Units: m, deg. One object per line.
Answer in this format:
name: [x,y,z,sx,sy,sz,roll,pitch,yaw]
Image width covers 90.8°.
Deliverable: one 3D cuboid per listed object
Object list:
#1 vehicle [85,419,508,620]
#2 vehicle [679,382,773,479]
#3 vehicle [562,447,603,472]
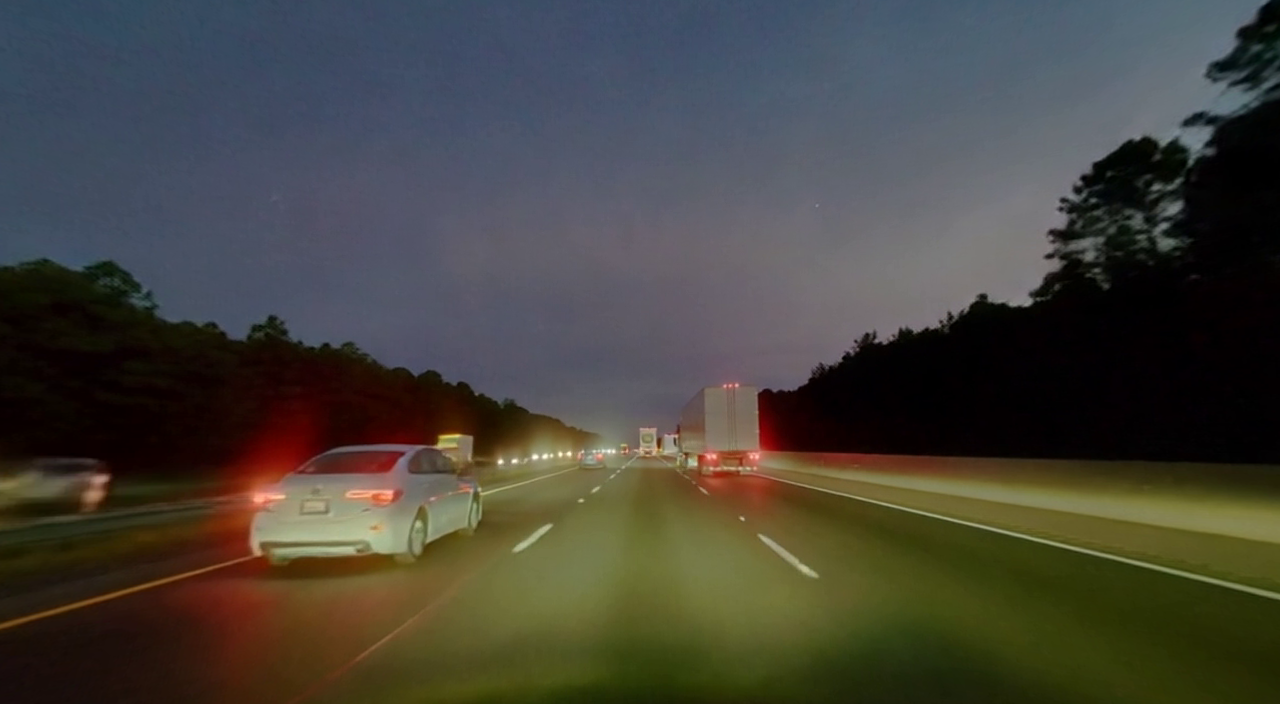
vehicle: [-3.169,1.680,7.385,2.104,1.526,4.940,0,-9,1]
vehicle: [4.065,4.439,33.930,2.974,4.083,14.389,0,-9,0]
vehicle: [-3.521,6.678,39.480,2.121,1.445,4.651,0,-9,0]
